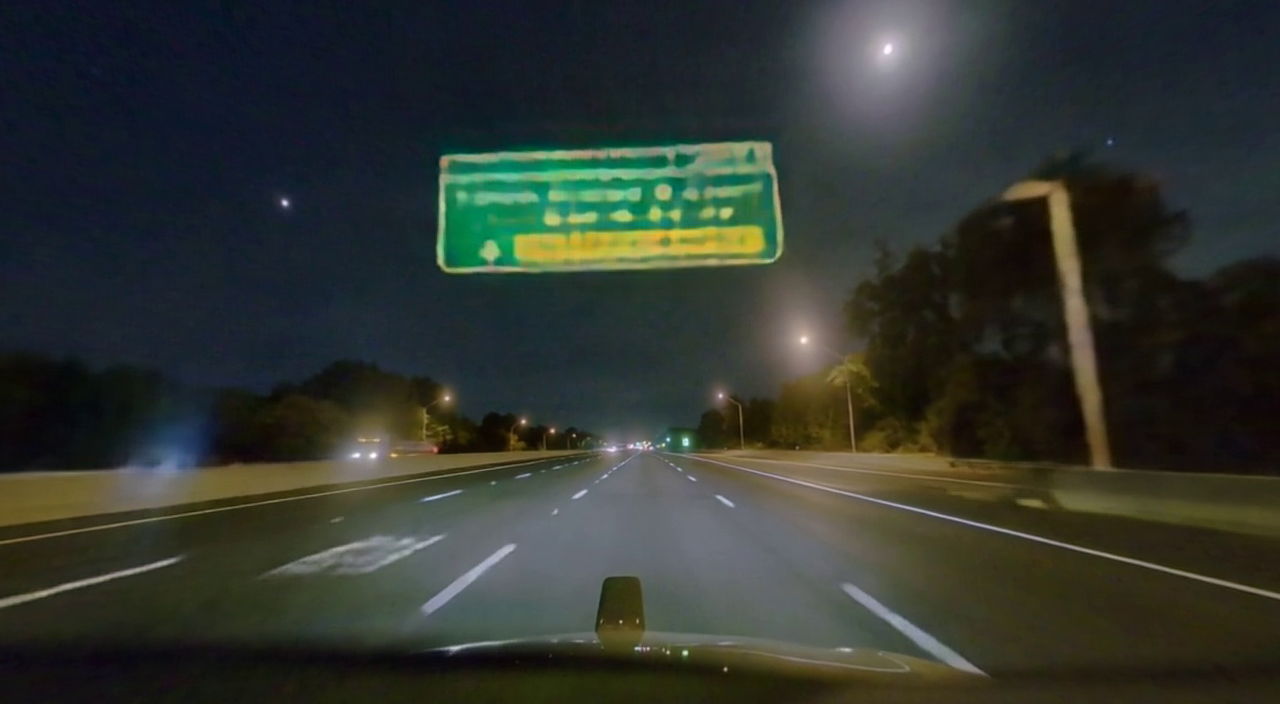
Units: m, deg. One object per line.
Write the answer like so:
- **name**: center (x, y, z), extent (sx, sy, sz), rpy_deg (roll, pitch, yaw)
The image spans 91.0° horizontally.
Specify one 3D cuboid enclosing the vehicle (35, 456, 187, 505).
- **vehicle**: center (-18.214, 4.406, 21.956), extent (1.832, 1.479, 3.871), rpy_deg (0, -9, 2)
